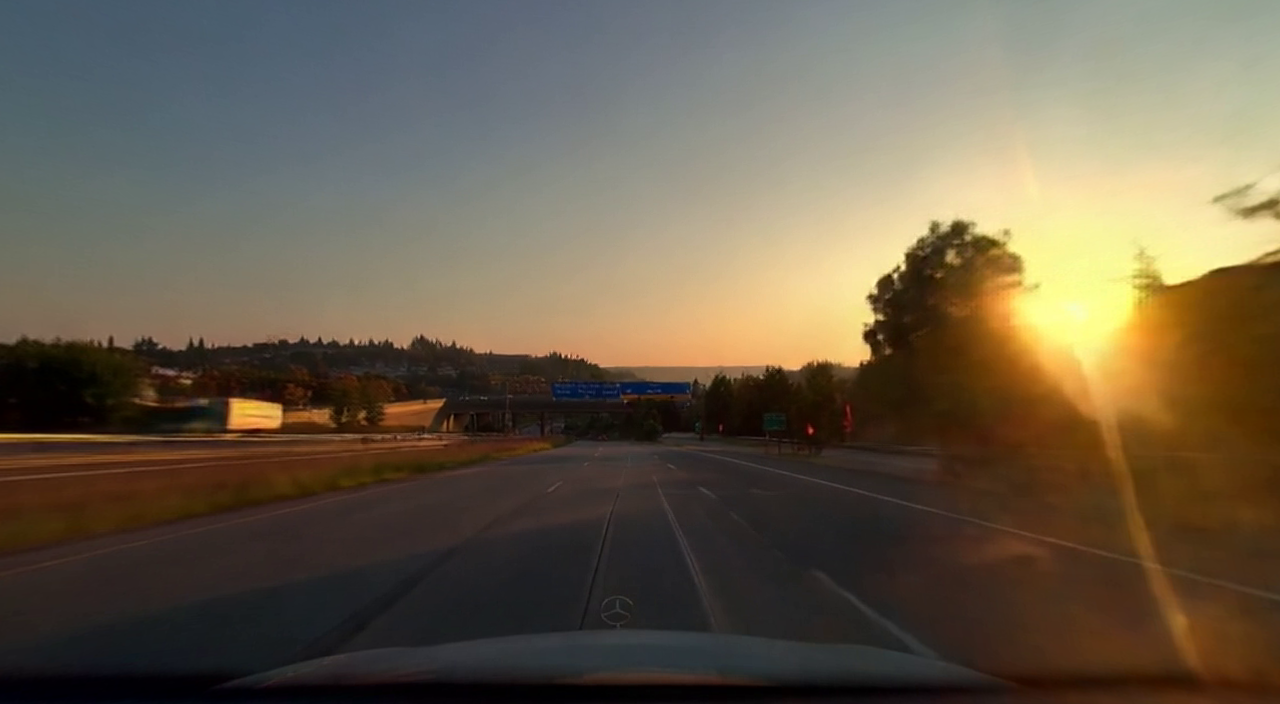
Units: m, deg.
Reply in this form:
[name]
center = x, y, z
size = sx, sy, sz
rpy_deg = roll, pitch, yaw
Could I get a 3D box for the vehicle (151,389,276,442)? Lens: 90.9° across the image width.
[vehicle]
center = -26.795, 4.181, 40.167
size = 2.725, 2.979, 7.785
rpy_deg = 0, -8, -3
